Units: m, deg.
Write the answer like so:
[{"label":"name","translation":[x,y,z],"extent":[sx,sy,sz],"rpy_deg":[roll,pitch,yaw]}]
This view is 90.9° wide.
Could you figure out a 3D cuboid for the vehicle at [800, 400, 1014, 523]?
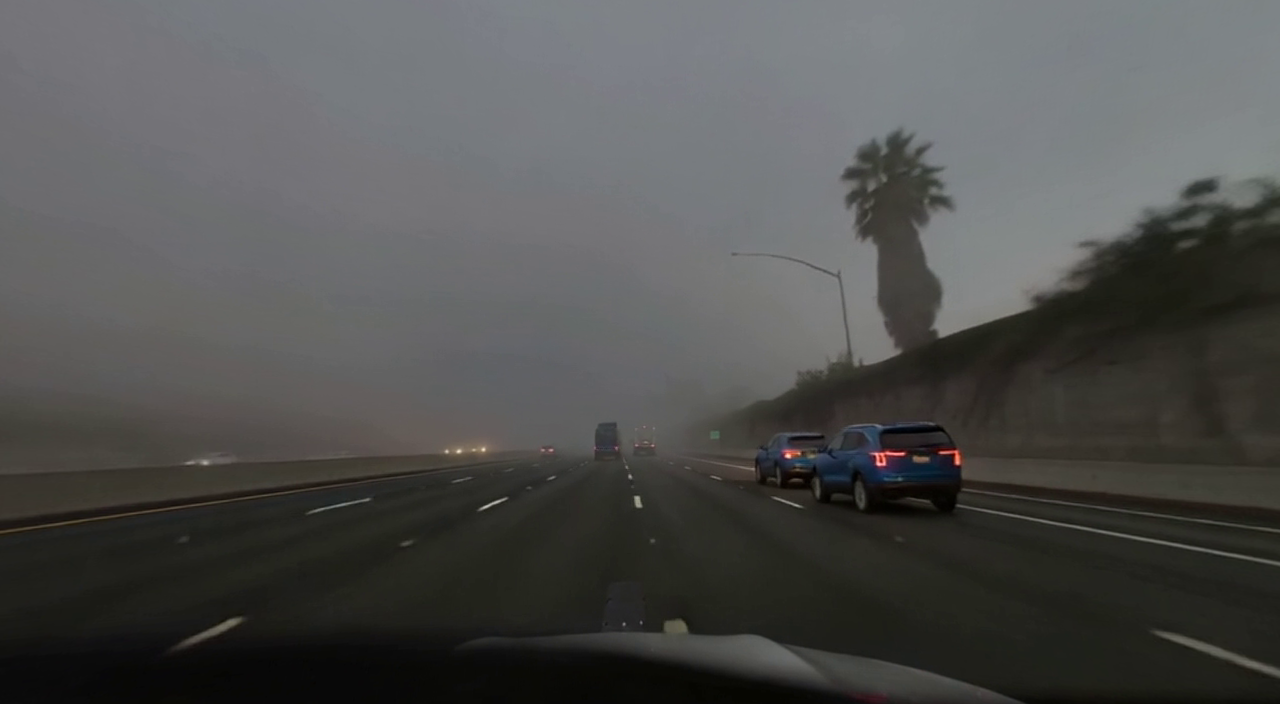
[{"label":"vehicle","translation":[5.500,2.341,14.042],"extent":[2.408,2.210,4.999],"rpy_deg":[0,-8,-2]}]

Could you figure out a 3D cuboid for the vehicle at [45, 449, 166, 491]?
[{"label":"vehicle","translation":[-19.712,4.346,23.450],"extent":[1.499,1.379,3.398],"rpy_deg":[0,-8,-1]}]
